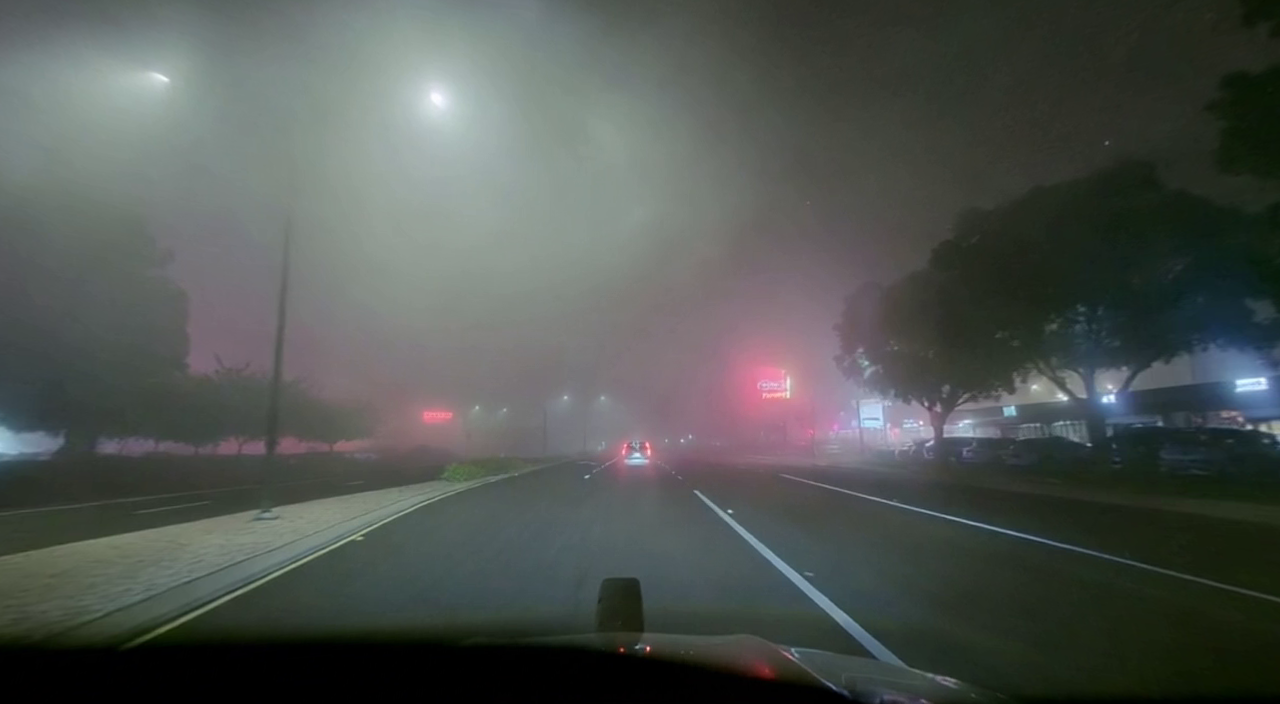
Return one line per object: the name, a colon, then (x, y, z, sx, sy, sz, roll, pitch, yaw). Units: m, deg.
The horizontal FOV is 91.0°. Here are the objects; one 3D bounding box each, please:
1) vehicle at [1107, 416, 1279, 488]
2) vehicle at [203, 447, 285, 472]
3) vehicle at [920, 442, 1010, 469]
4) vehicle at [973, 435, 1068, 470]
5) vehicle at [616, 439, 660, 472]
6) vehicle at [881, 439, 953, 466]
vehicle: (18.247, 3.138, 19.883, 2.201, 1.947, 5.501, 1, -9, -9)
vehicle: (-27.240, 7.405, 43.364, 4.355, 1.504, 1.874, -2, -9, 1)
vehicle: (16.408, 5.240, 32.113, 1.860, 1.276, 4.671, 0, -9, -4)
vehicle: (19.132, 5.065, 31.916, 1.900, 1.639, 4.397, 0, -9, -2)
vehicle: (-0.138, 4.994, 30.587, 1.998, 1.452, 3.773, 0, -9, -1)
vehicle: (16.170, 5.876, 37.049, 1.949, 1.458, 4.865, 0, -8, 0)
